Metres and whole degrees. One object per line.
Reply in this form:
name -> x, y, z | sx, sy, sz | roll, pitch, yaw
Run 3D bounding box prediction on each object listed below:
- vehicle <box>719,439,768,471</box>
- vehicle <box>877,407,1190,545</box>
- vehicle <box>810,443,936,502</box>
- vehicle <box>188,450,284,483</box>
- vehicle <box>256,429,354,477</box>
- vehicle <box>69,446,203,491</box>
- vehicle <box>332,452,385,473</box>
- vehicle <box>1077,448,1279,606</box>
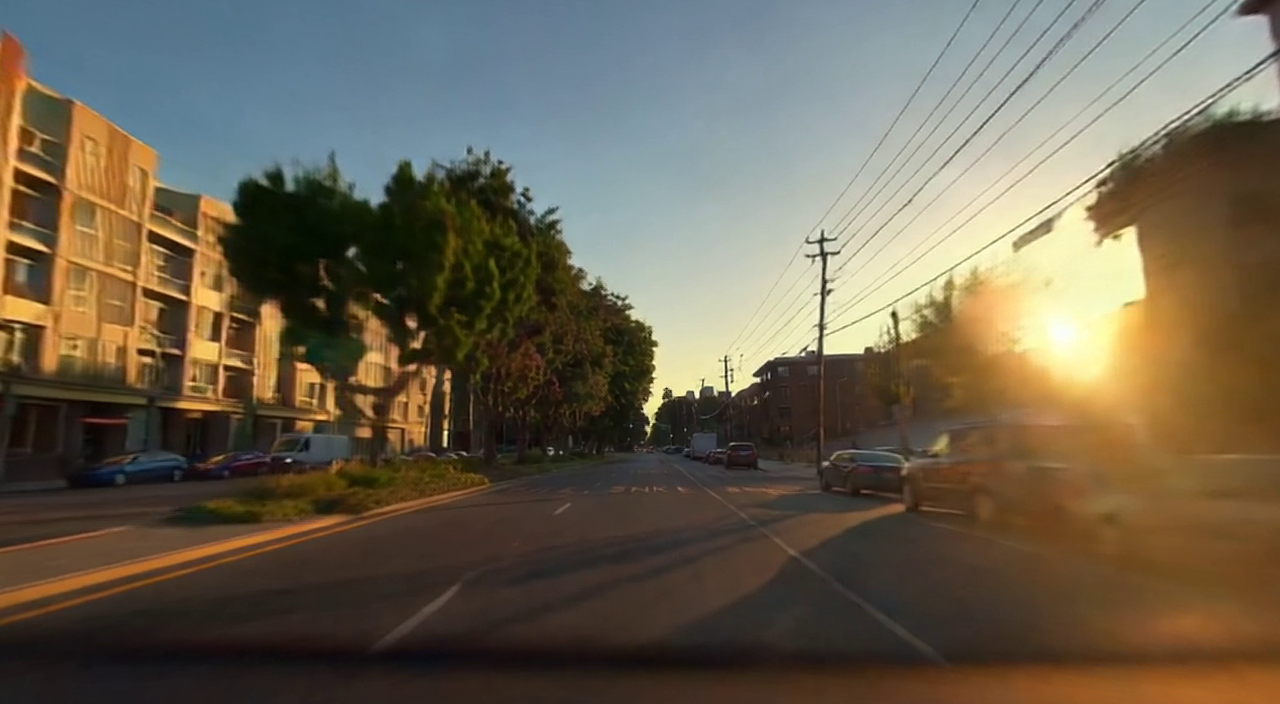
vehicle -> 7.299, 7.340, 45.200 | 2.563, 2.090, 6.077 | 0, -8, 0
vehicle -> 7.008, 2.294, 12.507 | 2.197, 2.019, 6.225 | 0, -8, 0
vehicle -> 6.935, 3.609, 19.393 | 2.109, 1.567, 4.626 | 0, -8, 0
vehicle -> -22.088, 6.261, 34.780 | 2.004, 1.586, 4.962 | 0, -8, 0
vehicle -> -22.162, 6.708, 42.244 | 2.397, 2.865, 7.296 | 0, -8, 1
vehicle -> -22.395, 5.132, 28.309 | 2.116, 1.813, 4.674 | 0, -8, 0
vehicle -> -22.004, 8.676, 49.544 | 1.877, 1.473, 4.892 | 0, -8, 0
vehicle -> 6.754, 1.665, 6.192 | 1.896, 1.399, 4.196 | 0, -8, 0
